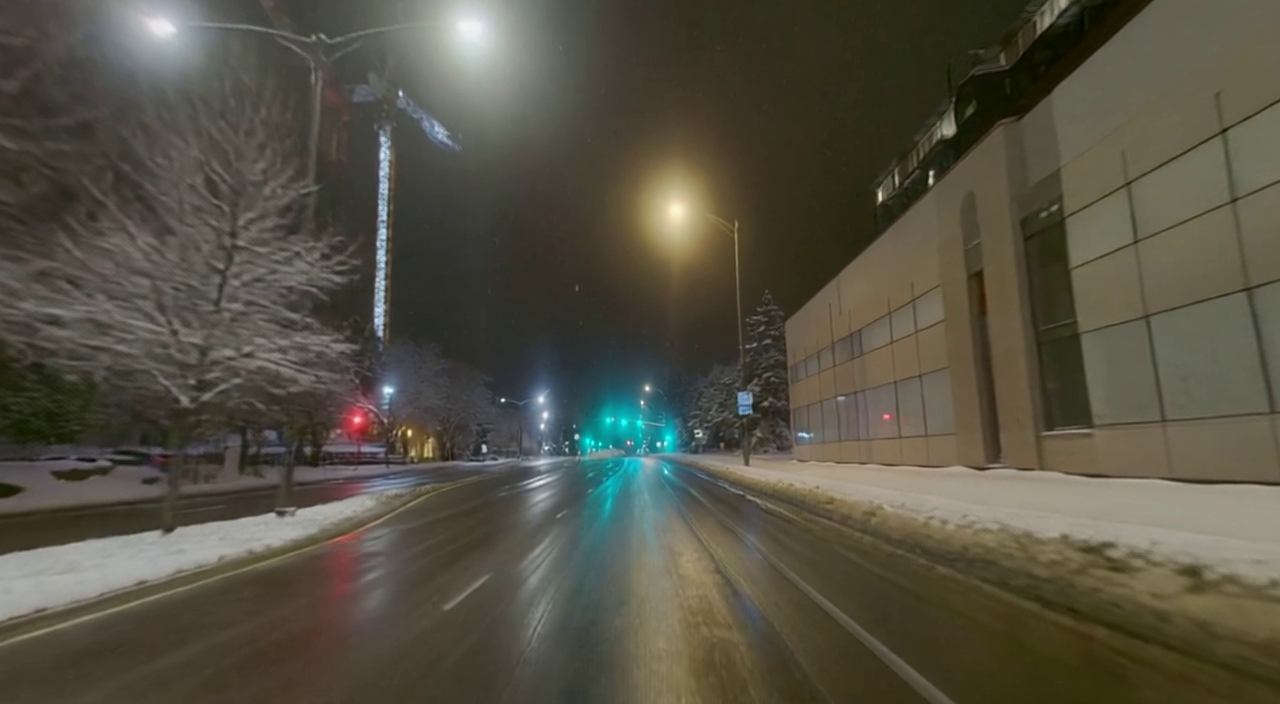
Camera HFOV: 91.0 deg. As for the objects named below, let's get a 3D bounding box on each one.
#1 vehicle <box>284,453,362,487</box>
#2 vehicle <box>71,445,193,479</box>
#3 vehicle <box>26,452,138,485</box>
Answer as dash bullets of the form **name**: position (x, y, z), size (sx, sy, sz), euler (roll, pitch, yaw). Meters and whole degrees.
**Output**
- **vehicle**: position (-17.119, 6.380, 34.273), size (1.921, 1.541, 4.541), euler (-1, -8, 0)
- **vehicle**: position (-25.385, 5.497, 31.597), size (4.308, 1.612, 1.989), euler (0, -8, -2)
- **vehicle**: position (-25.556, 5.336, 28.929), size (3.463, 1.389, 1.707), euler (-1, -9, 0)
